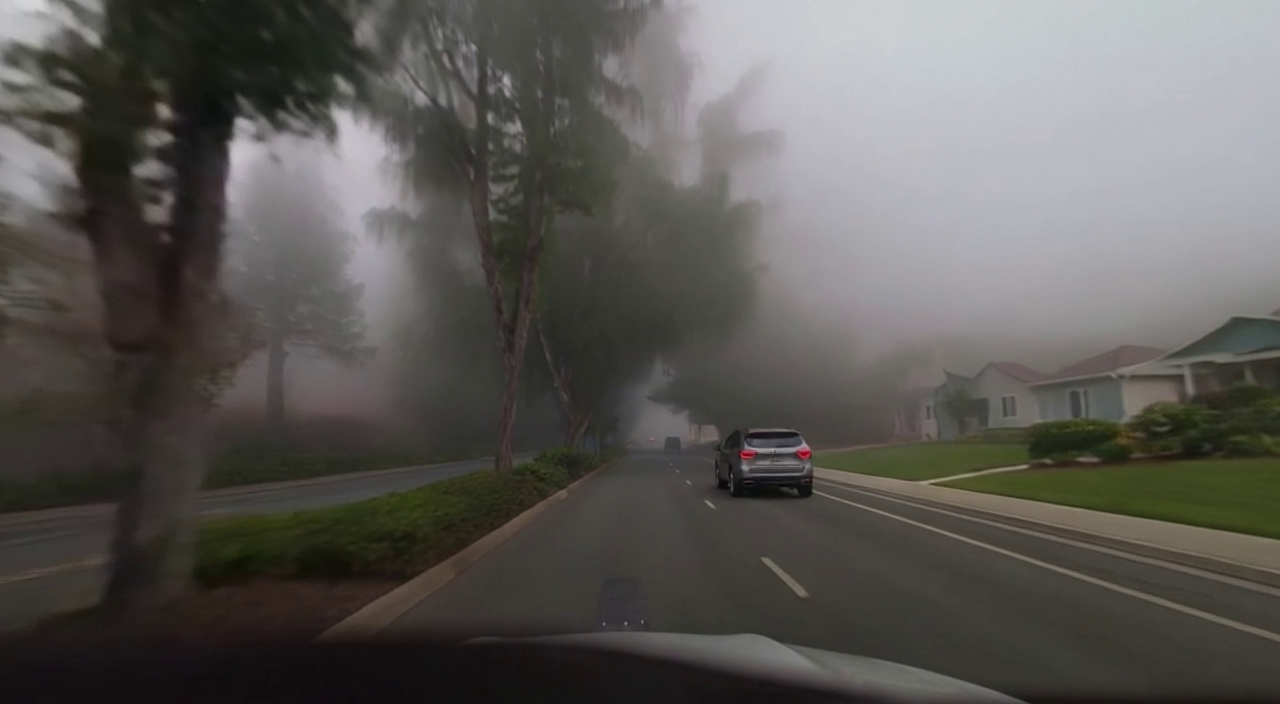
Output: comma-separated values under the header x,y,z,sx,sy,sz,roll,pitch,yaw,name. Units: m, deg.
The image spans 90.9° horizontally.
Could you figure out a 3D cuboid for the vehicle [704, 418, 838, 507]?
x,y,z,sx,sy,sz,roll,pitch,yaw,name
2.871,2.562,15.056,2.180,1.773,4.639,0,-8,0,vehicle
